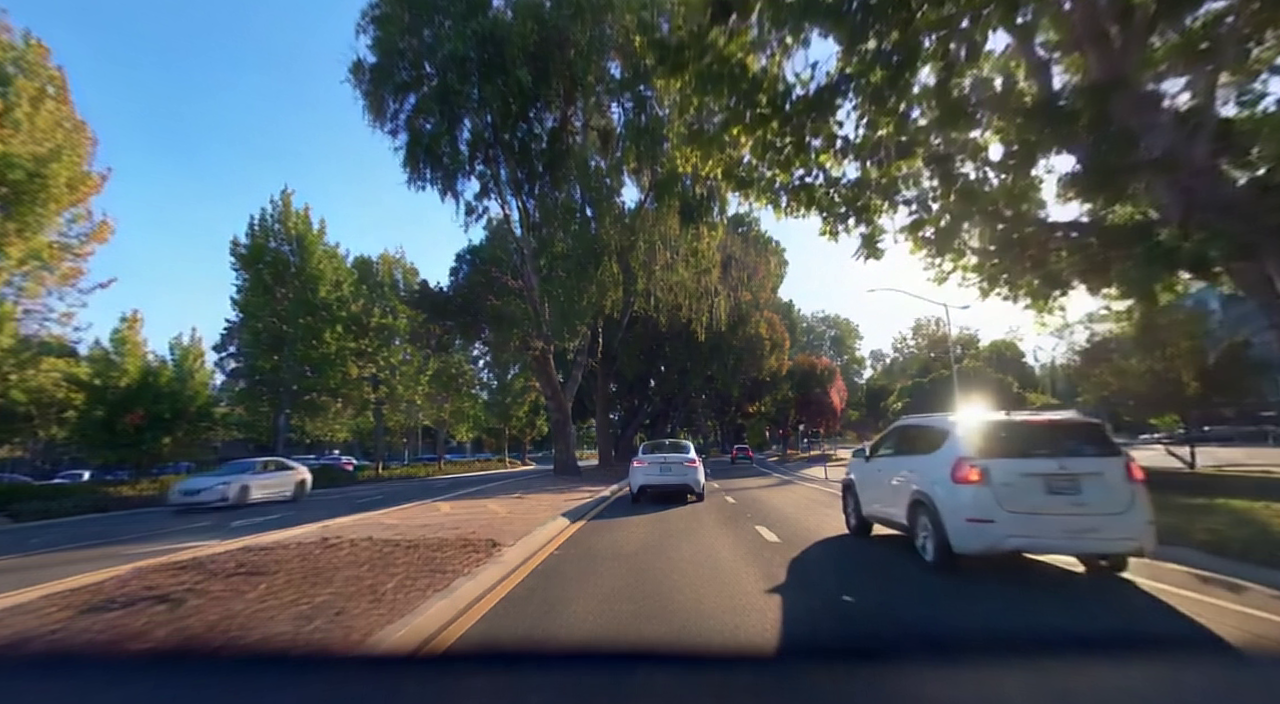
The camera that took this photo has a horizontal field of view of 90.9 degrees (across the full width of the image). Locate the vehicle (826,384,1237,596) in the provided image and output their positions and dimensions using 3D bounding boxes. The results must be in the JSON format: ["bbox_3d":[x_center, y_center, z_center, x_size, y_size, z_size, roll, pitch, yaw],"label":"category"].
[{"bbox_3d":[4.164,1.569,8.158,1.953,1.818,5.299,0,-8,1],"label":"vehicle"}]

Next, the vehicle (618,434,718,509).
[{"bbox_3d":[0.735,2.862,15.621,2.154,1.585,3.997,-1,-8,4],"label":"vehicle"}]

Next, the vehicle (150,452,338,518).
[{"bbox_3d":[-10.838,3.630,17.821,2.027,1.511,4.711,-1,-8,4],"label":"vehicle"}]

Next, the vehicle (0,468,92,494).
[{"bbox_3d":[-39.103,8.459,41.561,4.279,1.561,2.022,-1,-8,7],"label":"vehicle"}]
